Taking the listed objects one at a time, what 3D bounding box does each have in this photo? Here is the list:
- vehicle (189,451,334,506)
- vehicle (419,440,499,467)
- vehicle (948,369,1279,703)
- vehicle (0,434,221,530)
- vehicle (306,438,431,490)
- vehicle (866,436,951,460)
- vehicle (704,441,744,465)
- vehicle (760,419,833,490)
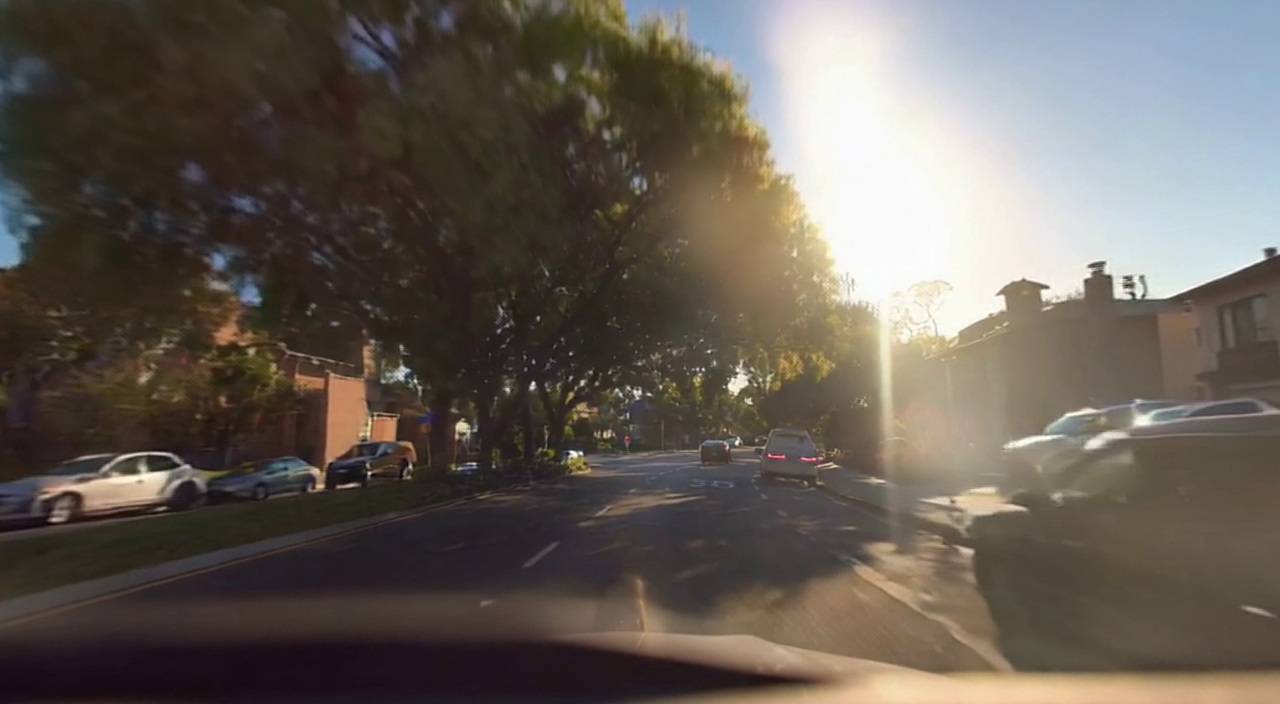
[{"bbox_3d":[-12.391,4.116,21.098,1.786,1.488,4.518,-5,-9,6],"label":"vehicle"},{"bbox_3d":[-13.023,7.315,45.480,5.205,1.792,1.969,-4,-10,15],"label":"vehicle"},{"bbox_3d":[3.666,1.047,3.317,2.043,1.692,4.581,0,-9,4],"label":"vehicle"},{"bbox_3d":[-13.027,3.029,15.418,2.081,1.948,4.821,0,-9,3],"label":"vehicle"},{"bbox_3d":[-11.400,4.758,27.209,2.051,1.957,5.968,-2,-9,8],"label":"vehicle"},{"bbox_3d":[17.991,6.433,42.485,4.923,1.521,1.811,-1,-9,10],"label":"vehicle"},{"bbox_3d":[5.470,6.503,40.770,2.035,1.474,4.284,-2,-9,14],"label":"vehicle"},{"bbox_3d":[5.670,3.767,23.455,2.326,2.257,4.635,0,-8,10],"label":"vehicle"}]
